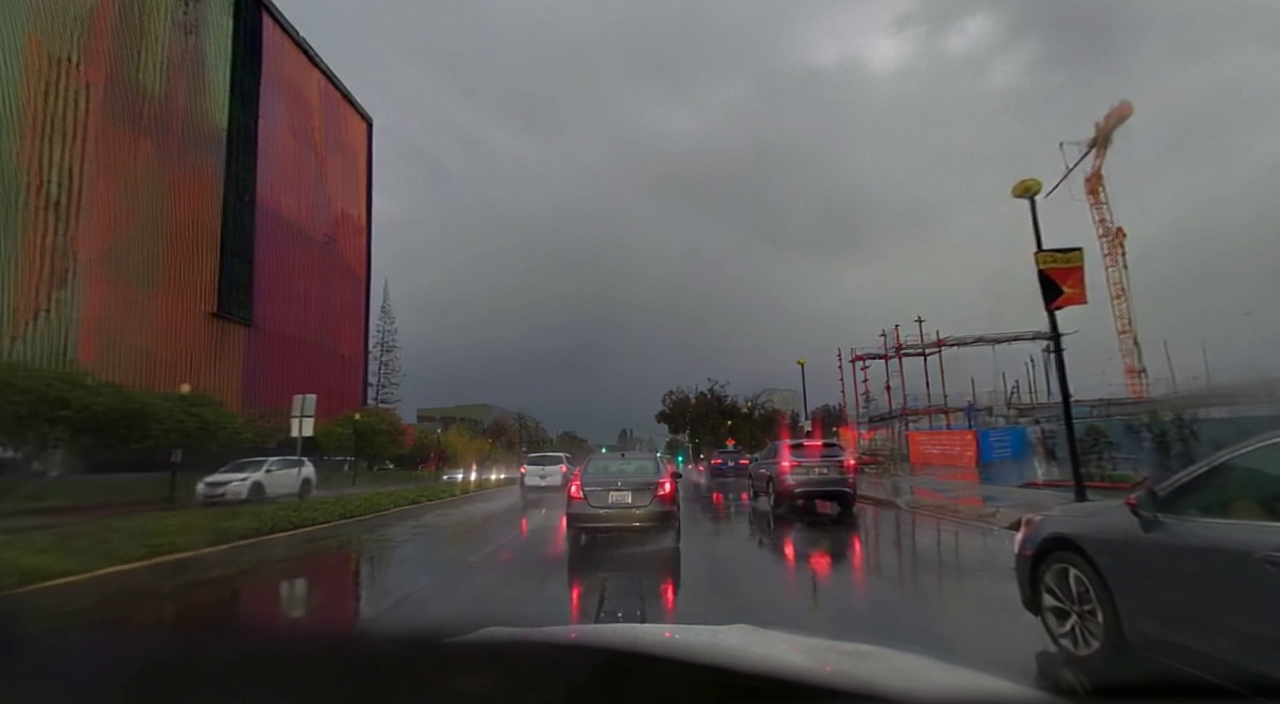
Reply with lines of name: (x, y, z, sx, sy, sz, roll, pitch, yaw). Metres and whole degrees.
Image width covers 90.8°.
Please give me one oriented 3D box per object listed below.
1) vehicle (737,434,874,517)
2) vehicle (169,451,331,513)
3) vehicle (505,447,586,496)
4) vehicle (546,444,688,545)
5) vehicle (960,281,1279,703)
vehicle: (4.041, 3.098, 16.460, 2.185, 1.797, 4.934, 0, -9, 0)
vehicle: (-12.854, 4.273, 21.311, 2.136, 1.764, 4.855, -1, -9, 3)
vehicle: (-3.513, 4.511, 24.303, 2.201, 1.691, 4.305, -1, -9, 4)
vehicle: (-0.275, 2.464, 11.651, 2.131, 1.496, 4.193, 0, -8, 2)
vehicle: (3.541, 0.666, 2.110, 2.182, 1.954, 5.341, 0, -9, 1)
